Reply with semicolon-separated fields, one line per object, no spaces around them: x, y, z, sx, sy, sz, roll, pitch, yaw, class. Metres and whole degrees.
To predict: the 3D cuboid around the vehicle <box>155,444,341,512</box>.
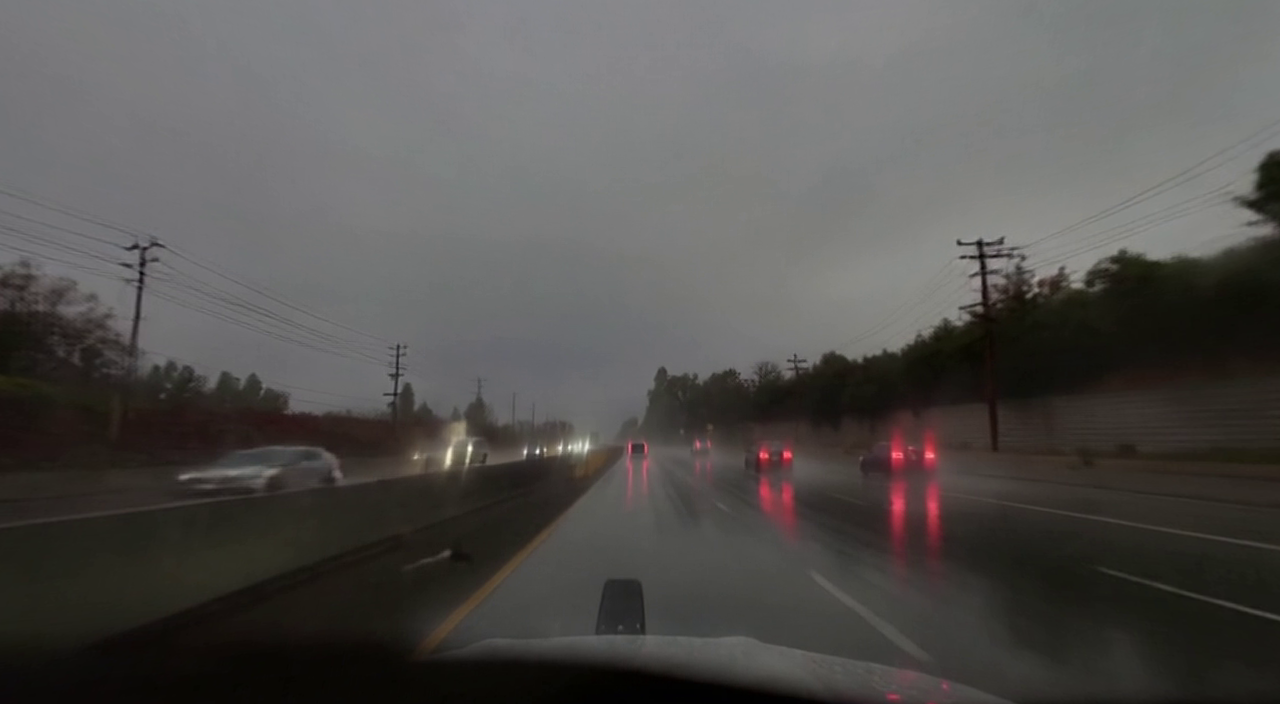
-9.809;3.137;16.343;1.946;1.495;4.468;0;-8;0;vehicle

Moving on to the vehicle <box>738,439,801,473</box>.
6.356;5.161;31.628;2.069;1.520;4.614;0;-8;-1;vehicle

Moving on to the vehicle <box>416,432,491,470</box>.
-9.921;5.331;34.113;2.483;1.868;4.989;0;-8;0;vehicle

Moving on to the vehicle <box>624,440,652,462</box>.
-0.153;7.178;45.839;1.993;1.506;3.883;0;-8;0;vehicle

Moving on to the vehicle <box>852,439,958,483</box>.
9.764;4.025;23.695;1.969;1.506;4.422;0;-8;-1;vehicle
